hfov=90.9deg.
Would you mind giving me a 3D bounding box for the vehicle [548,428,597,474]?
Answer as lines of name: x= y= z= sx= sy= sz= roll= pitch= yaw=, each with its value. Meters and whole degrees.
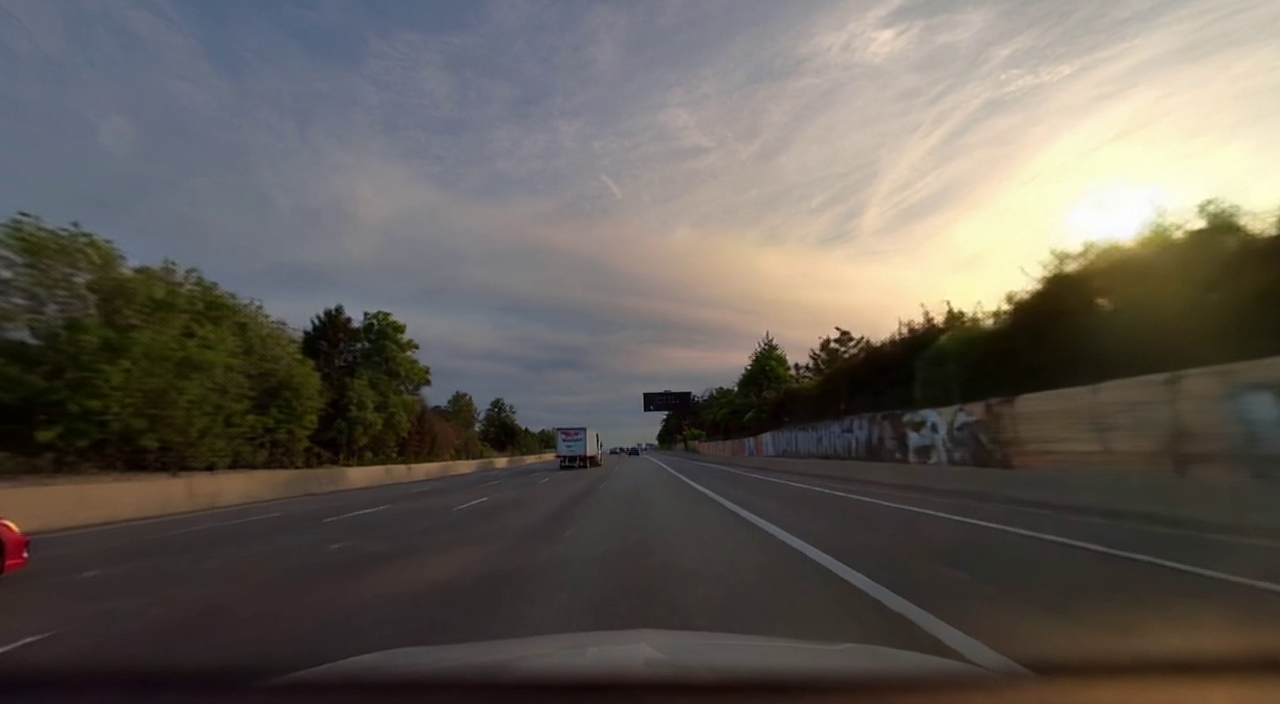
vehicle: x=-3.977 y=5.992 z=38.090 sx=2.305 sy=2.517 sz=5.486 roll=-1 pitch=-9 yaw=0
